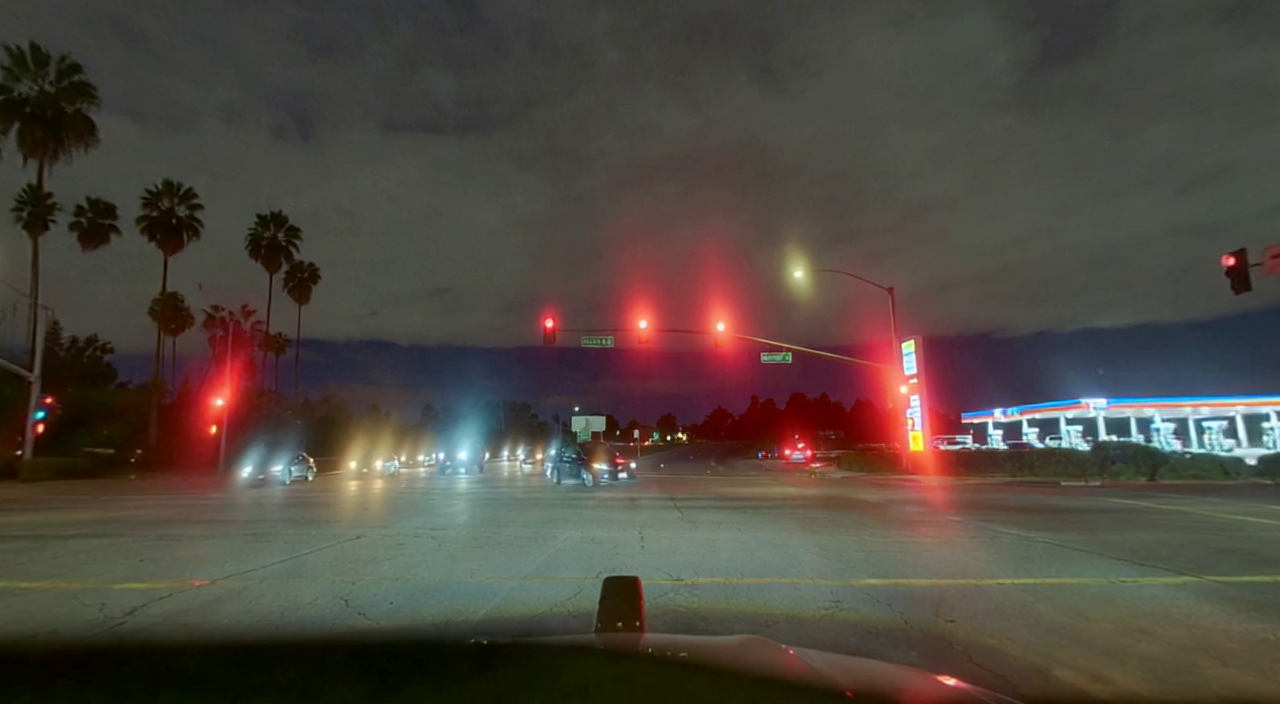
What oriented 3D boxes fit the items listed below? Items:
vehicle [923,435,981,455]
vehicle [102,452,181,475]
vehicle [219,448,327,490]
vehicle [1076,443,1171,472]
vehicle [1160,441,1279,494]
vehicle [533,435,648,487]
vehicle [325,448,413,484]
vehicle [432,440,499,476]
[{"bbox_3d":[22.529,6.758,45.666,3.356,1.395,1.559,0,-9,-1],"label":"vehicle"},{"bbox_3d":[-35.248,7.879,44.836,1.886,1.523,4.581,0,-9,-1],"label":"vehicle"},{"bbox_3d":[-15.291,4.859,26.643,1.956,1.611,4.359,0,-9,0],"label":"vehicle"},{"bbox_3d":[24.255,5.292,31.745,3.474,1.376,1.538,0,-9,-2],"label":"vehicle"},{"bbox_3d":[18.815,3.407,18.820,5.015,1.446,1.862,0,-9,-3],"label":"vehicle"},{"bbox_3d":[-1.927,3.879,22.843,2.138,1.651,4.938,5,-10,-31],"label":"vehicle"},{"bbox_3d":[-11.930,5.012,28.201,1.966,1.455,4.493,0,-9,0],"label":"vehicle"},{"bbox_3d":[-8.663,5.307,31.831,2.156,1.662,4.186,0,-9,0],"label":"vehicle"}]
